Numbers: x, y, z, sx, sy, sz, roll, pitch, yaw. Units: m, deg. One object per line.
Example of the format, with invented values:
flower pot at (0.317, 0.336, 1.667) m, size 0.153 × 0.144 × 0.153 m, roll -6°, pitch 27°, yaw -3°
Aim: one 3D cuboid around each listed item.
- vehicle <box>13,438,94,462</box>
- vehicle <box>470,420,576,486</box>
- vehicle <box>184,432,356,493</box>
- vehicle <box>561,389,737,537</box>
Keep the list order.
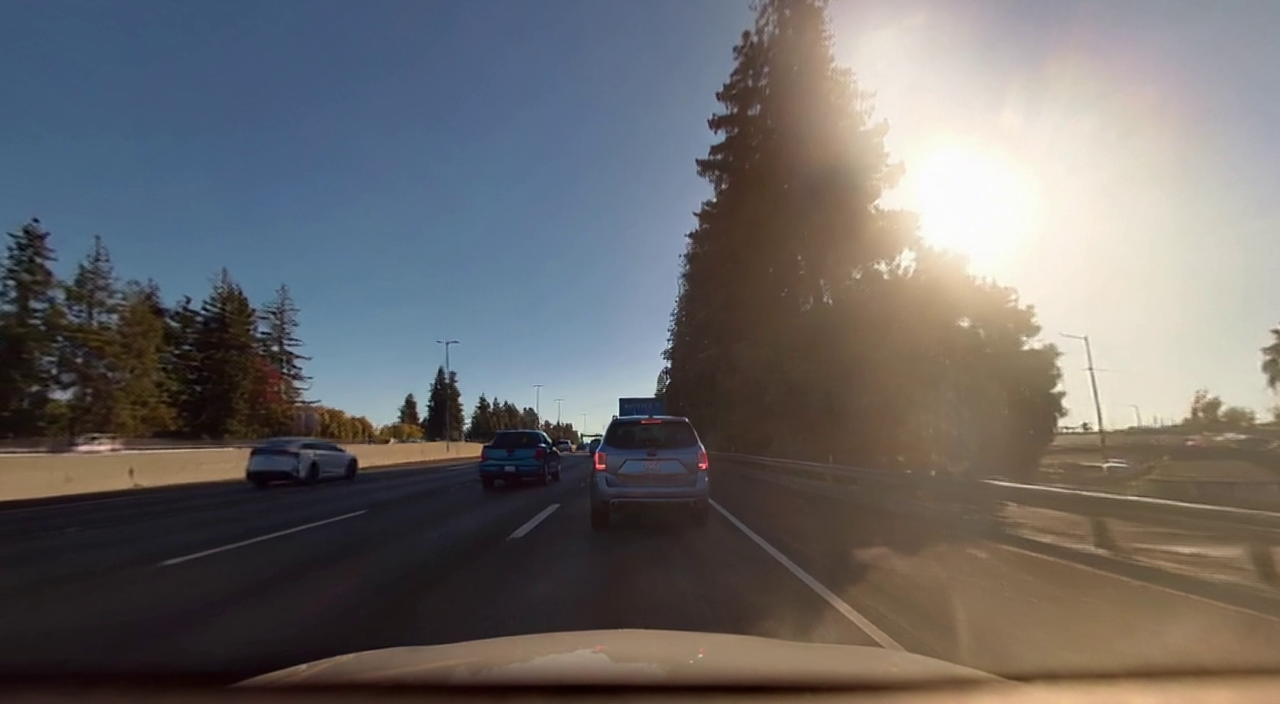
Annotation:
vehicle at (-34.739, 5.802, 37.437) m, size 1.487 × 1.362 × 3.342 m, roll -1°, pitch -8°, yaw 1°
vehicle at (-3.792, 3.446, 21.738) m, size 2.486 × 1.962 × 5.525 m, roll -1°, pitch -8°, yaw 1°
vehicle at (-10.393, 3.136, 18.279) m, size 2.002 × 1.484 × 4.798 m, roll 0°, pitch -8°, yaw 1°
vehicle at (0.120, 1.867, 11.071) m, size 2.395 × 2.013 × 4.734 m, roll 0°, pitch -8°, yaw 0°
